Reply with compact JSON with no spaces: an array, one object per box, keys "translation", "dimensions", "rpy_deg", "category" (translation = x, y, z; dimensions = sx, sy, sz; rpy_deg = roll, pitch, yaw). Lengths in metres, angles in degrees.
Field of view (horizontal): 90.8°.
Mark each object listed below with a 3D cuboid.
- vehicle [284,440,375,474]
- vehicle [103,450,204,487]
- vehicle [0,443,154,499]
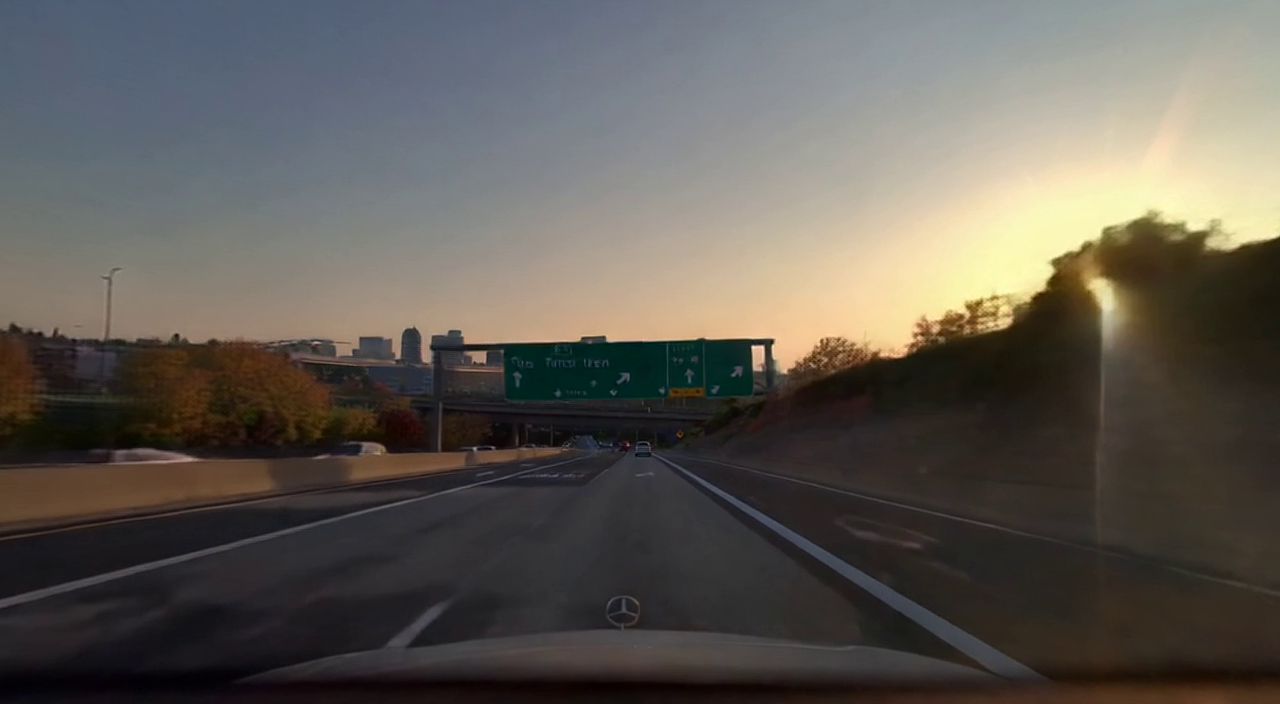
[{"translation":[-14.646,4.995,30.088],"dimensions":[1.871,1.473,4.717],"rpy_deg":[0,-9,1],"category":"vehicle"},{"translation":[-18.734,4.464,24.439],"dimensions":[1.713,1.339,2.712],"rpy_deg":[0,-9,0],"category":"vehicle"},{"translation":[-18.586,3.763,20.364],"dimensions":[2.163,1.564,4.548],"rpy_deg":[0,-9,-1],"category":"vehicle"}]
